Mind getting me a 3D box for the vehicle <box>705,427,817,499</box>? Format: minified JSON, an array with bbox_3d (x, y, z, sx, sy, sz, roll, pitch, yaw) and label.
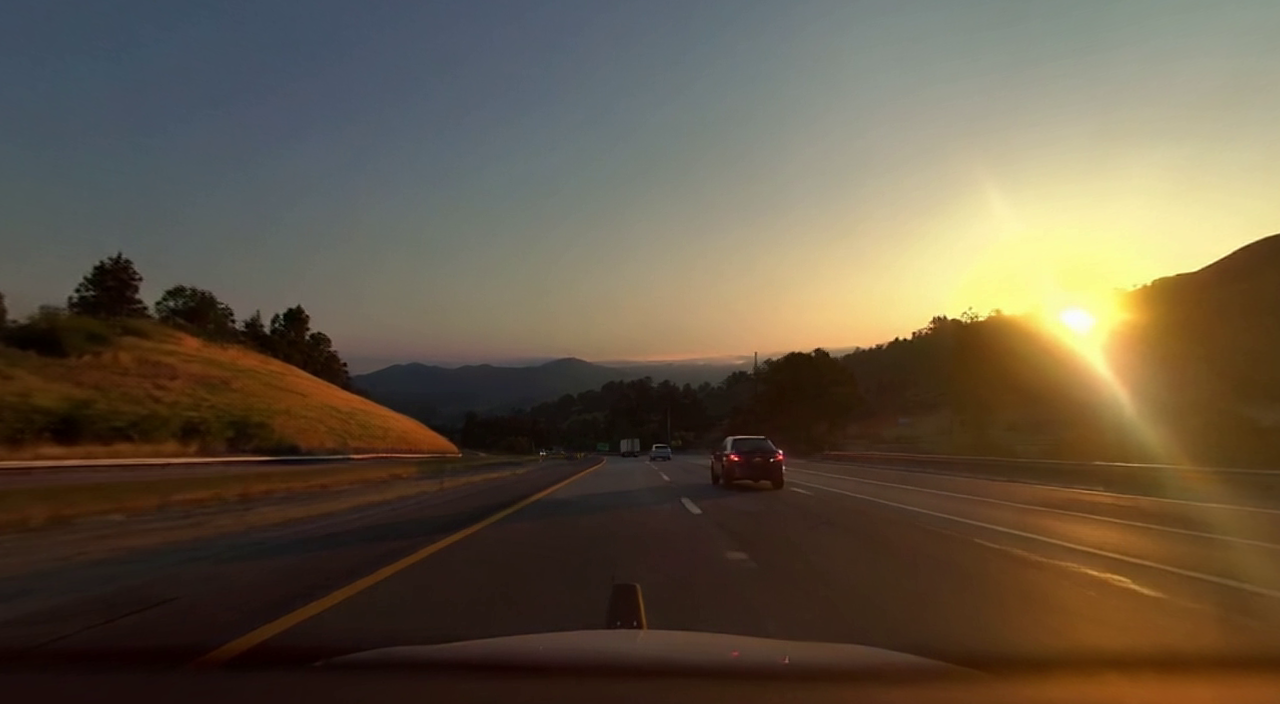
[{"bbox_3d":[3.298,3.145,18.343,2.141,1.785,4.778,0,-8,-2],"label":"vehicle"}]
